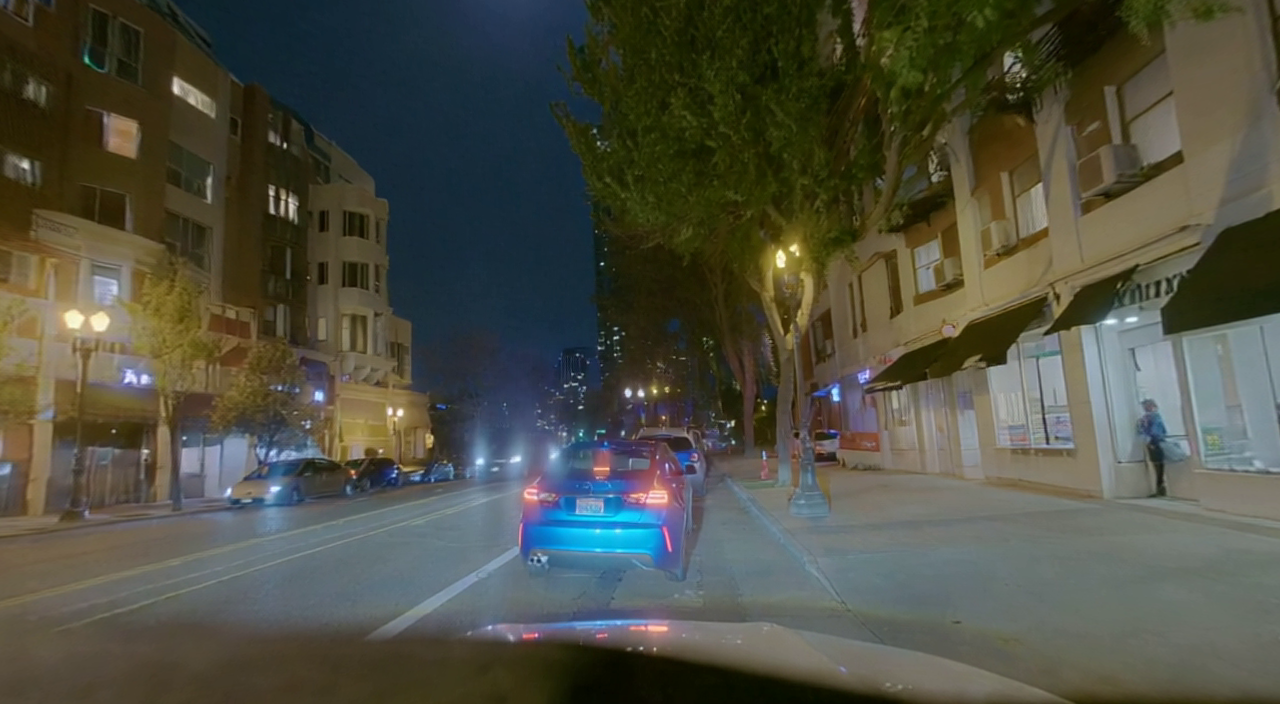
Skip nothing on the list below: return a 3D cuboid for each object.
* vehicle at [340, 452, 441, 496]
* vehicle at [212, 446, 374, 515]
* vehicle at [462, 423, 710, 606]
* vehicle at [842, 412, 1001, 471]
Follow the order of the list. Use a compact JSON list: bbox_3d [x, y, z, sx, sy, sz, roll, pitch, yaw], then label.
[{"bbox_3d":[-10.255,5.029,26.276,1.826,1.432,4.556,-7,-9,8],"label":"vehicle"},{"bbox_3d":[-11.005,4.065,20.585,2.081,1.718,5.342,-6,-9,3],"label":"vehicle"},{"bbox_3d":[-0.271,1.636,7.290,1.939,1.478,3.922,-2,-8,9],"label":"vehicle"},{"bbox_3d":[9.013,2.831,20.216,4.558,1.528,1.915,0,-8,-23],"label":"vehicle"}]
